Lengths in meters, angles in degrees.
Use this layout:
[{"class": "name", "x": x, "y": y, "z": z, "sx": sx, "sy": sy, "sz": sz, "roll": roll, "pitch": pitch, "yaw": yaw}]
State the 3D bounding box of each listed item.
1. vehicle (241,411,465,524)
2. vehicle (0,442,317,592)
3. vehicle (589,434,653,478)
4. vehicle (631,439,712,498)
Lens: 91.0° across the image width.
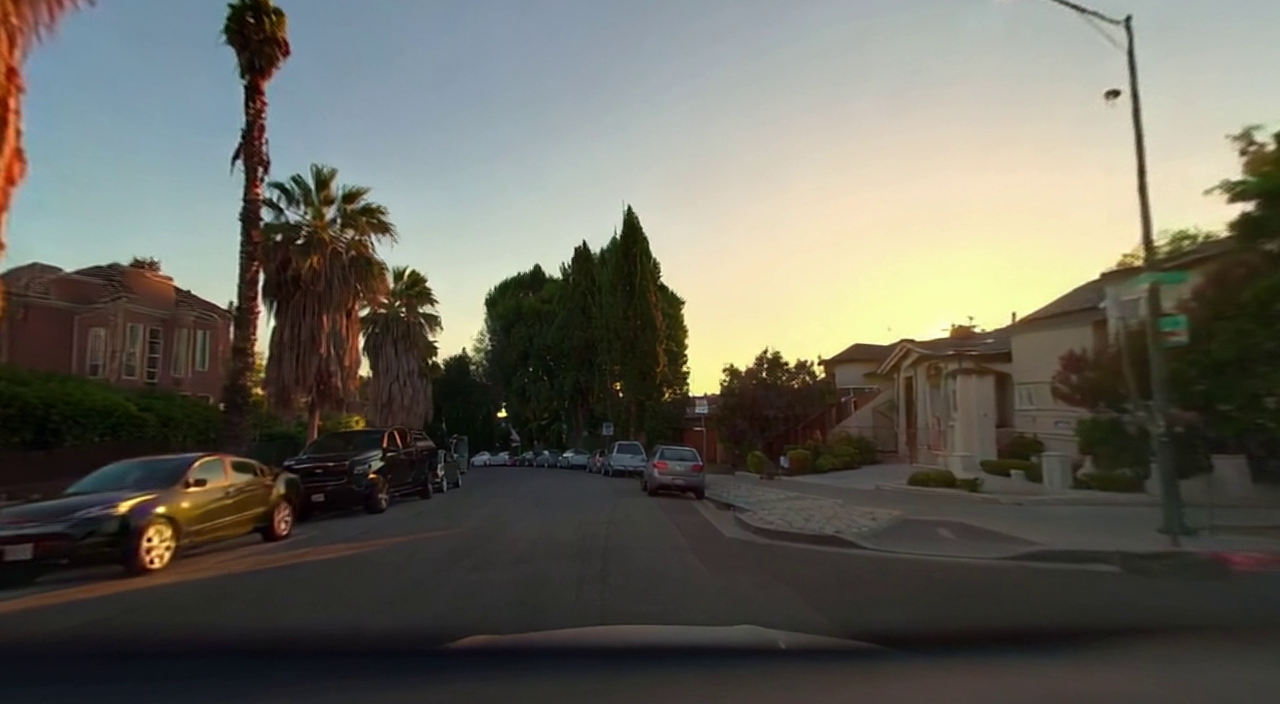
[{"class": "vehicle", "x": -6.520, "y": 2.740, "z": 15.630, "sx": 2.624, "sy": 2.178, "sz": 6.522, "roll": 0, "pitch": -8, "yaw": -2}, {"class": "vehicle", "x": -6.587, "y": 2.081, "z": 8.885, "sx": 1.875, "sy": 1.585, "sz": 4.184, "roll": 0, "pitch": -8, "yaw": -1}, {"class": "vehicle", "x": -1.059, "y": 5.199, "z": 31.686, "sx": 2.139, "sy": 1.997, "sz": 4.864, "roll": 2, "pitch": -9, "yaw": -15}, {"class": "vehicle", "x": 0.882, "y": 3.697, "z": 20.419, "sx": 2.076, "sy": 1.658, "sz": 4.604, "roll": 1, "pitch": -9, "yaw": -4}]
